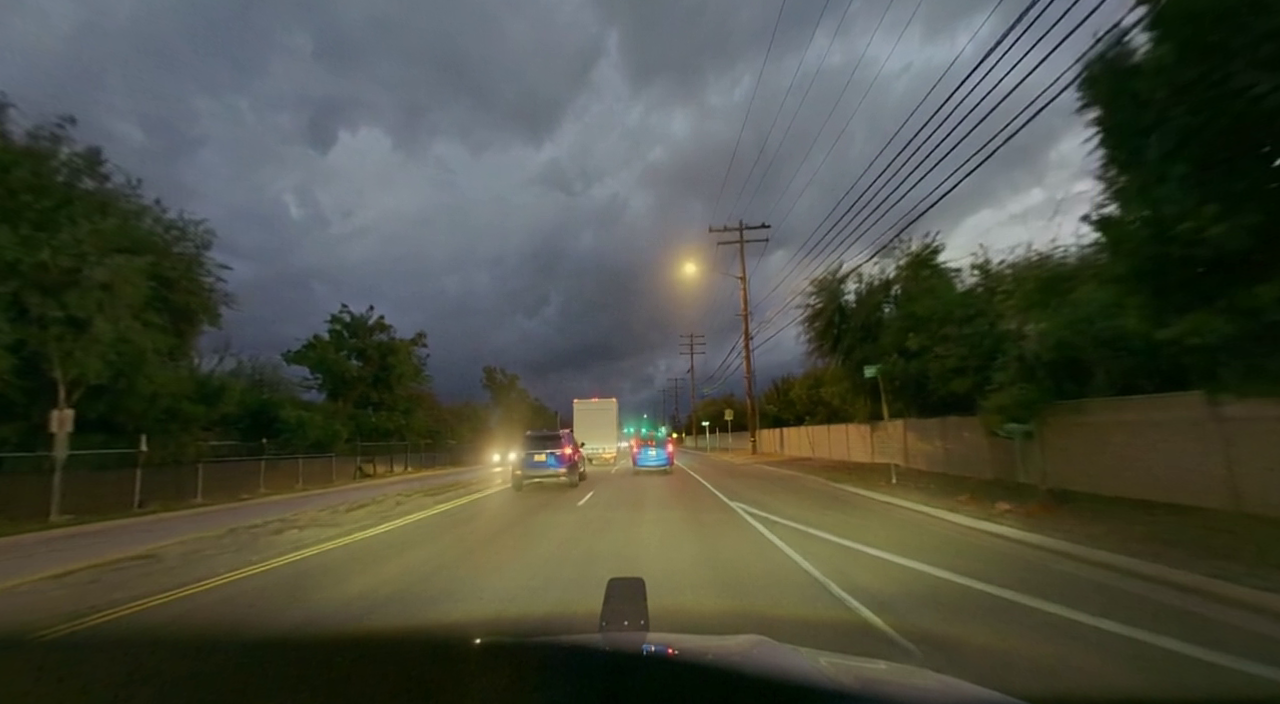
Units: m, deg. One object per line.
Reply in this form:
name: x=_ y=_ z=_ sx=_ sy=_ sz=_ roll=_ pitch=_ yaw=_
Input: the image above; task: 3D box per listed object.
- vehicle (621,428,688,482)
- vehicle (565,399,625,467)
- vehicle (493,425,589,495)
vehicle: x=0.480 y=3.707 z=22.976 sx=2.174 sy=1.749 sz=4.113 roll=-1 pitch=-8 yaw=0
vehicle: x=-2.597 y=5.231 z=40.053 sx=2.928 sy=3.658 sz=10.953 roll=-1 pitch=-8 yaw=0
vehicle: x=-2.865 y=3.257 z=19.347 sx=2.093 sy=1.832 sz=4.508 roll=-1 pitch=-8 yaw=2
